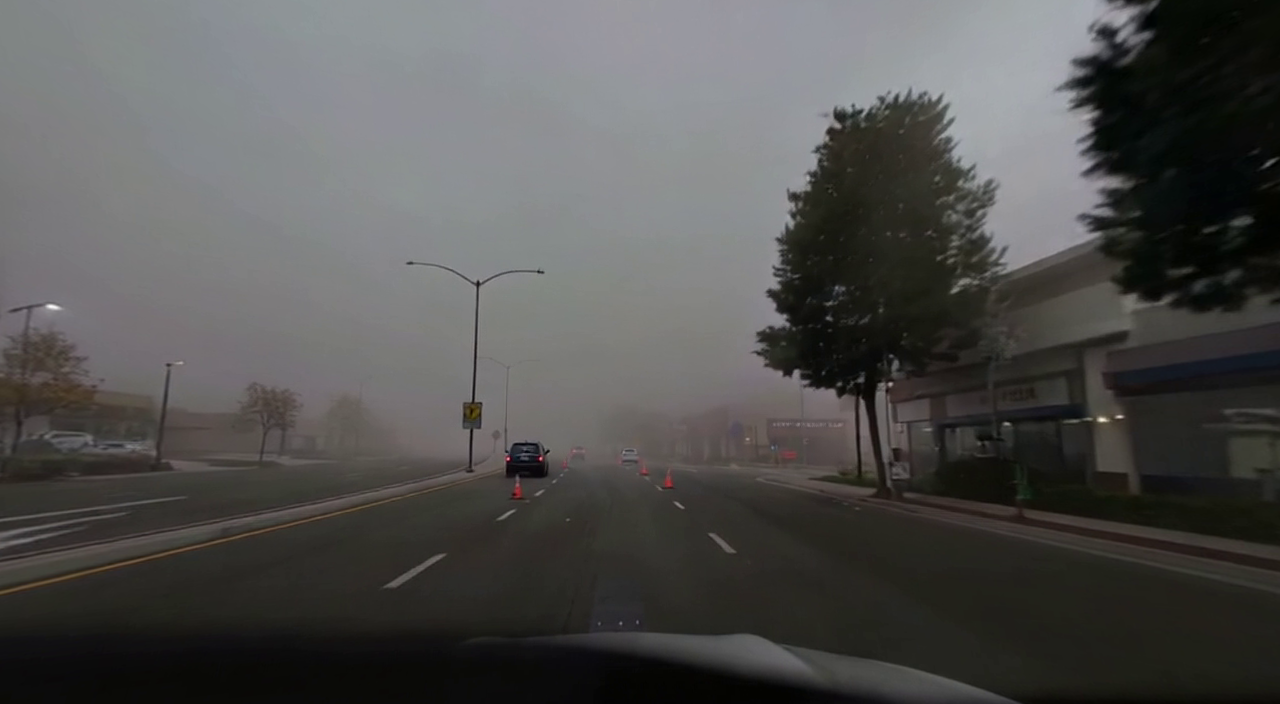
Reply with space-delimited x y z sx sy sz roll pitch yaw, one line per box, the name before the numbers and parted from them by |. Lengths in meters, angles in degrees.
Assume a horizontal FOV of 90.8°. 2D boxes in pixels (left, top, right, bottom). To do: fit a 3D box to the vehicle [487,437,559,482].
vehicle | -4.747 4.440 26.341 2.381 1.721 4.186 0 -9 -3
